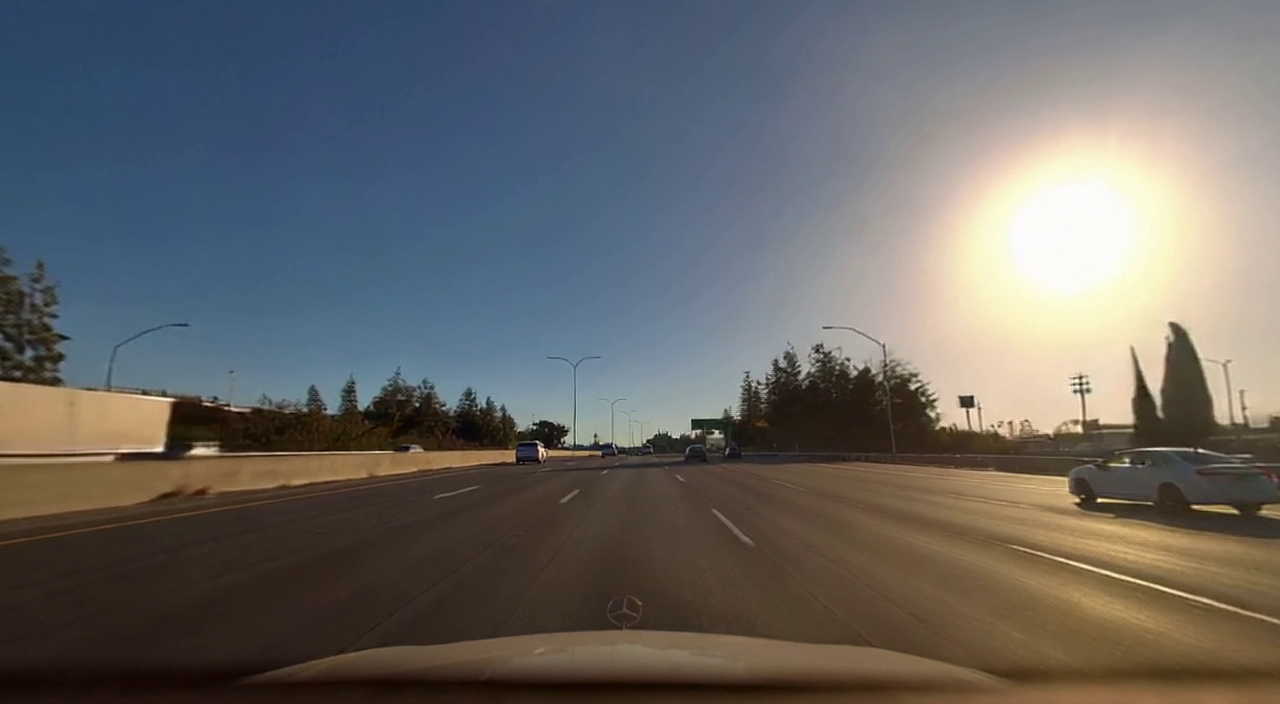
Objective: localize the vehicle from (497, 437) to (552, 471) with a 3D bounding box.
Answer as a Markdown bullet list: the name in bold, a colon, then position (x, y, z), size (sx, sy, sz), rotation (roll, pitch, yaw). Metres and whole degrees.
- **vehicle**: position (-6.337, 5.647, 34.868), size (2.091, 1.746, 4.437), rotation (0, -9, 1)

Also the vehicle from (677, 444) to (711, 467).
- **vehicle**: position (3.648, 7.057, 42.892), size (1.950, 1.453, 3.378), rotation (0, -9, -1)

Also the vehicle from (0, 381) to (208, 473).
- **vehicle**: position (-28.882, 3.956, 31.803), size (2.859, 3.925, 15.495), rotation (0, -9, 0)

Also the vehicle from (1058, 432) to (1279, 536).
- **vehicle**: position (10.199, 2.244, 11.312), size (1.979, 1.467, 4.839), rotation (0, -9, 0)

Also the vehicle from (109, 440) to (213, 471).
- **vehicle**: position (-24.521, 5.285, 32.350), size (1.821, 1.455, 4.380), rotation (0, -9, 1)
